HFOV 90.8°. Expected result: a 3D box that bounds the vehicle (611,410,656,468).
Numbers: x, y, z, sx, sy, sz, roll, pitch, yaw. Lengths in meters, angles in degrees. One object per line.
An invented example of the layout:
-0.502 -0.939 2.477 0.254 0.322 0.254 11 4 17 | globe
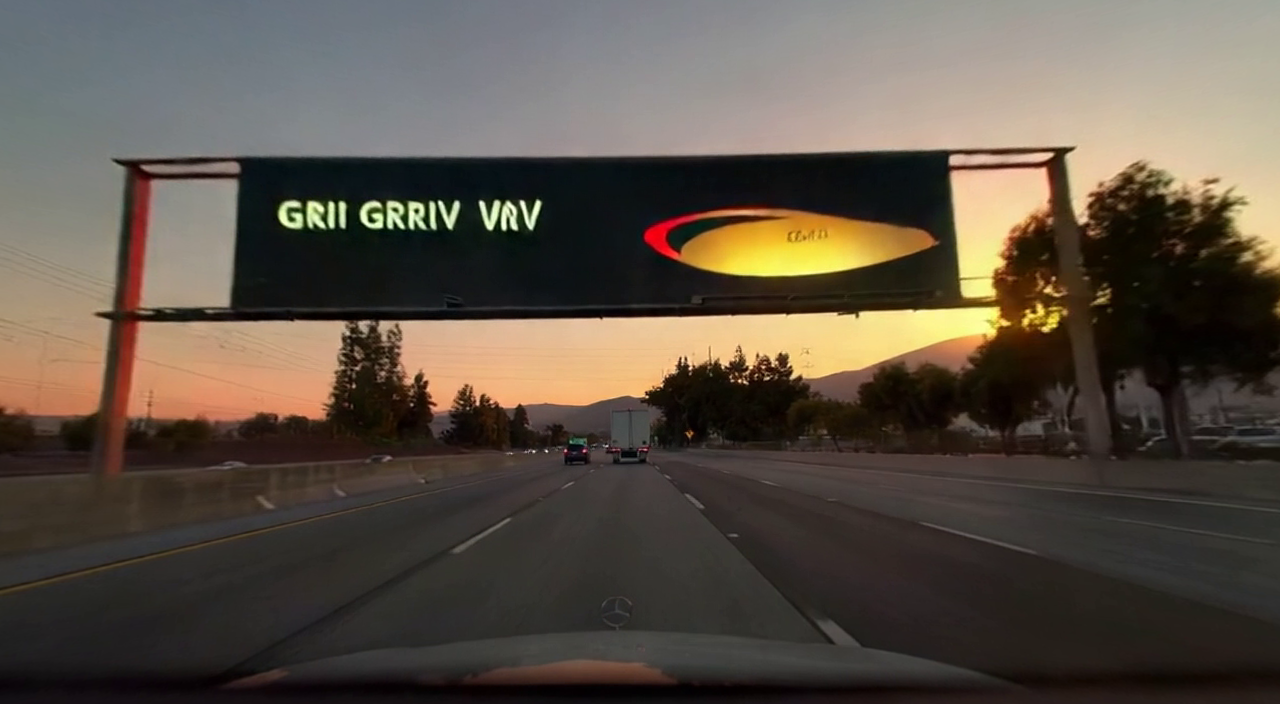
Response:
-0.369 6.682 48.095 3.000 3.786 11.740 0 -9 1 | vehicle
